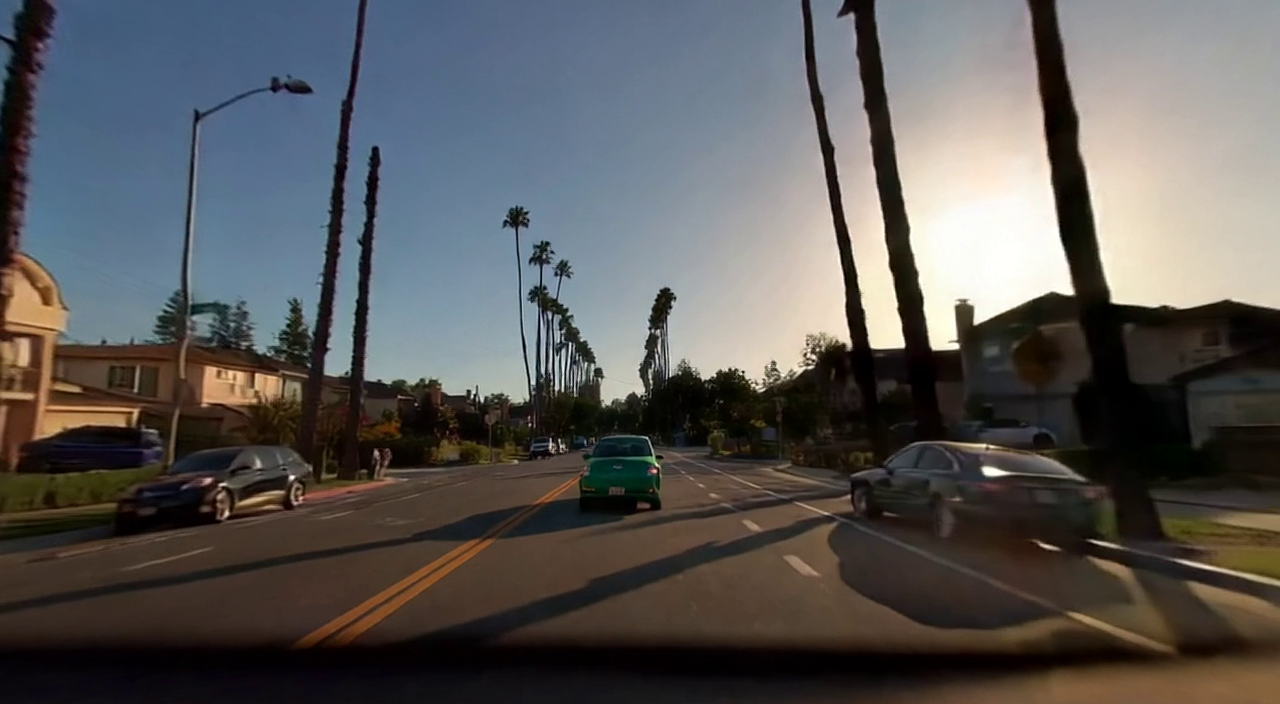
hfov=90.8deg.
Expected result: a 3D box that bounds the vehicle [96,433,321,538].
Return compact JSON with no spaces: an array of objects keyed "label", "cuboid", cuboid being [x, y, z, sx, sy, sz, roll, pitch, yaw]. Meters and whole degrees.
[{"label":"vehicle","cuboid":[-8.688,2.631,13.287,1.945,1.666,4.107,-3,-6,-1]}]

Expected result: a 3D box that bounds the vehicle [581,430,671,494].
[{"label":"vehicle","cuboid":[-0.381,2.888,16.853,2.098,1.483,4.099,0,-9,-2]}]

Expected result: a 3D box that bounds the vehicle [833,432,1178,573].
[{"label":"vehicle","cuboid":[4.773,2.030,9.512,2.013,1.501,5.235,0,-9,-1]}]
